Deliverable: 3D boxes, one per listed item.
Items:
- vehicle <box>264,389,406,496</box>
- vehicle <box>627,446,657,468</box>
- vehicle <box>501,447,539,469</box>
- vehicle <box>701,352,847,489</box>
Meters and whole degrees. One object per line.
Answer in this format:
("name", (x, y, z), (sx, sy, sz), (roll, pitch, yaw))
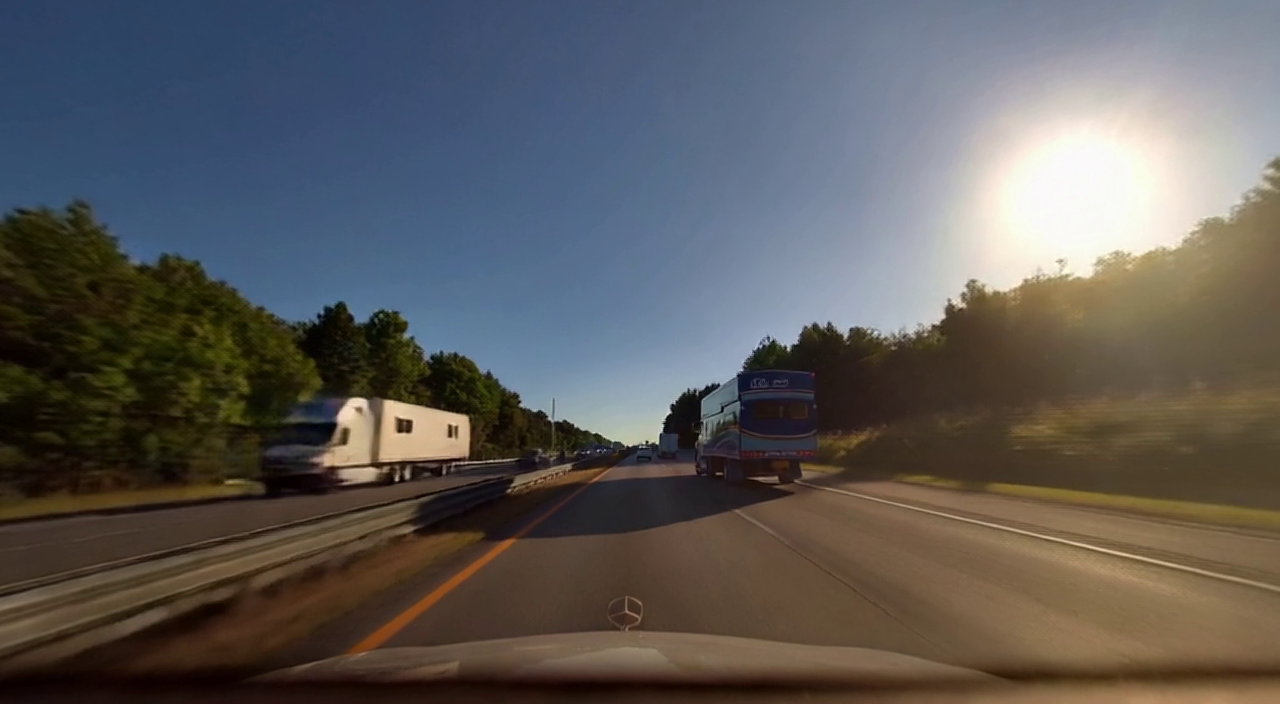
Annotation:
("vehicle", (-13.020, 3.968, 27.626), (3.048, 4.133, 5.962), (0, -9, 0))
("vehicle", (0.158, 7.037, 42.517), (1.926, 1.386, 3.615), (0, -9, 0))
("vehicle", (-8.828, 7.829, 46.643), (2.044, 1.537, 4.159), (0, -9, 0))
("vehicle", (4.710, 3.115, 26.172), (2.939, 4.129, 14.300), (0, -9, 0))
